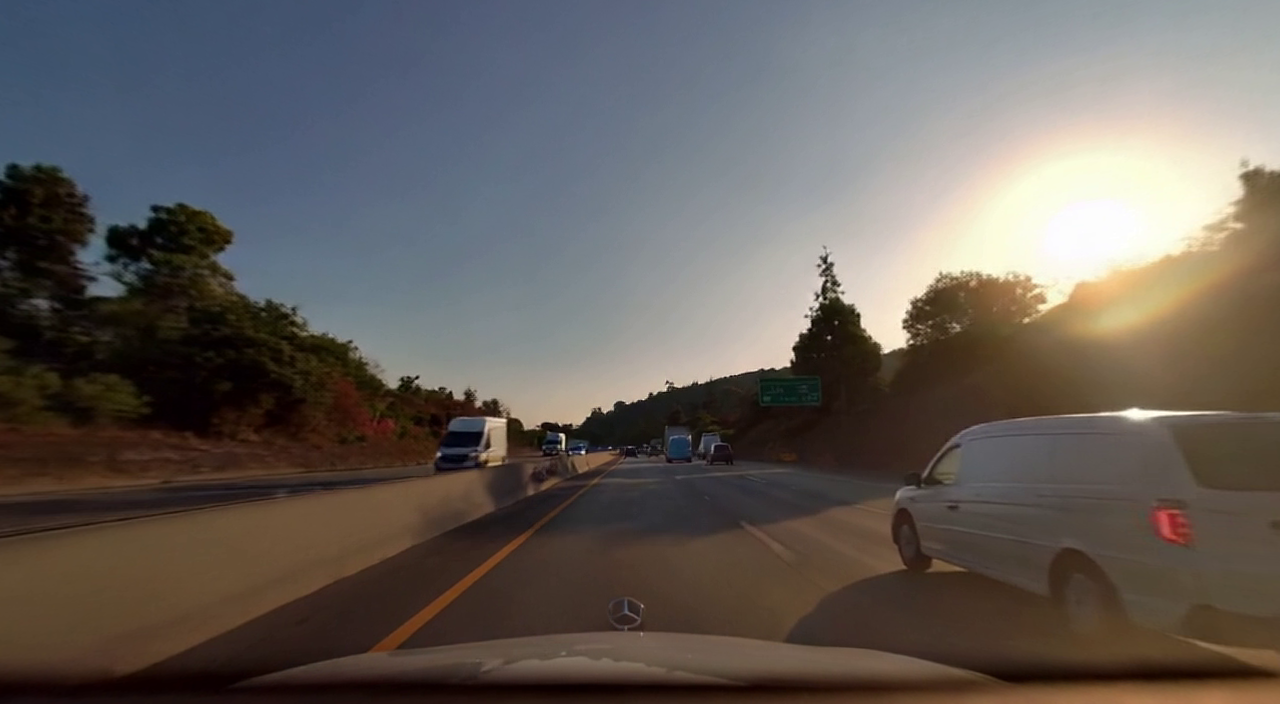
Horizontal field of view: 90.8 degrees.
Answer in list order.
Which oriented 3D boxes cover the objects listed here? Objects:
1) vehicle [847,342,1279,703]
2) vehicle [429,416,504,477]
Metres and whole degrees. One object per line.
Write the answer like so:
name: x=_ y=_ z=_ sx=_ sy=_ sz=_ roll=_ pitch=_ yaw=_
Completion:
vehicle: x=3.456 y=1.176 z=4.904 sx=2.070 sy=1.751 sz=4.576 roll=0 pitch=-9 yaw=0
vehicle: x=-9.423 y=5.253 z=34.958 sx=2.365 sy=2.977 sz=6.633 roll=0 pitch=-9 yaw=-1
